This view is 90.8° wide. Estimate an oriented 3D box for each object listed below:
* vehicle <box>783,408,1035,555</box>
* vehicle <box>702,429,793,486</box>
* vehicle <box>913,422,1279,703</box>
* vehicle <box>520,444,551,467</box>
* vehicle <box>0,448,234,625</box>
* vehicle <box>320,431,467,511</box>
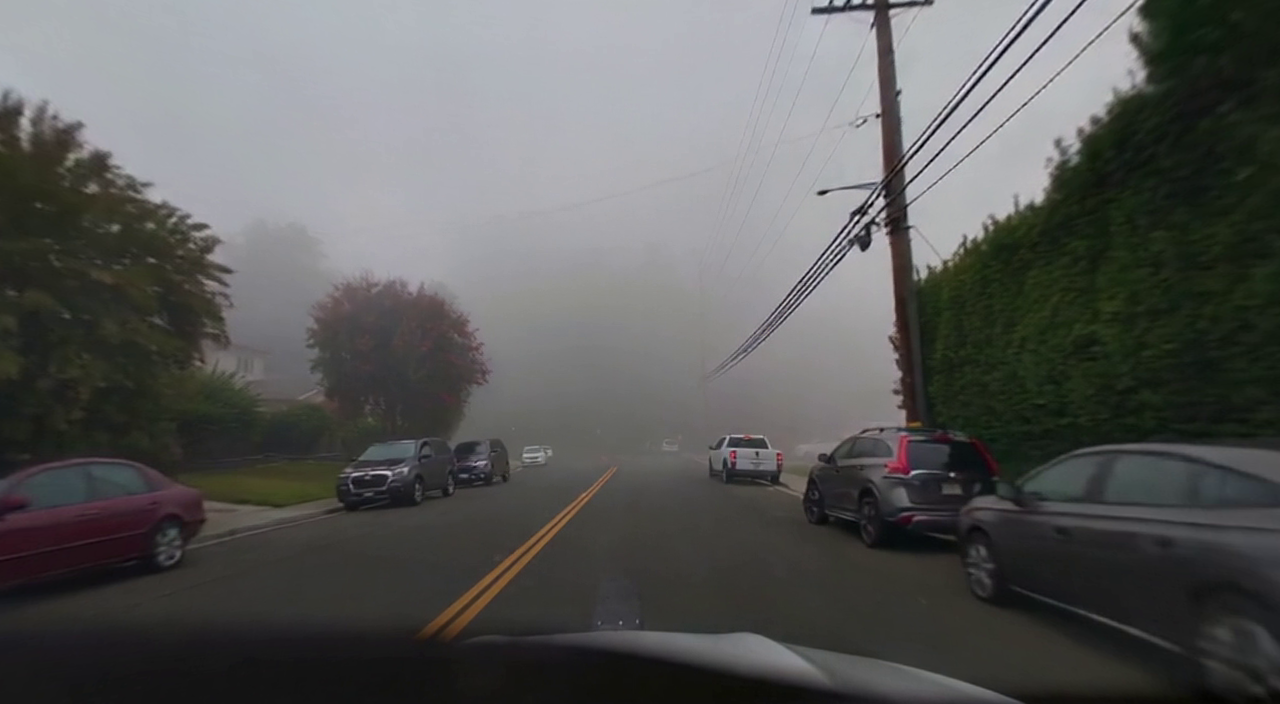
[{"bbox_3d":[3.724,1.862,9.750,1.889,1.736,4.185,0,-8,-2],"label":"vehicle"},{"bbox_3d":[3.655,3.712,22.640,2.178,1.757,5.495,0,-8,-1],"label":"vehicle"},{"bbox_3d":[3.685,1.240,4.223,1.763,1.432,4.323,0,-8,0],"label":"vehicle"},{"bbox_3d":[-7.122,7.077,43.383,1.997,1.456,4.319,1,-8,-8],"label":"vehicle"},{"bbox_3d":[-6.389,1.682,6.147,2.031,1.454,4.410,0,-8,-2],"label":"vehicle"},{"bbox_3d":[-6.305,3.076,16.851,2.031,1.799,4.587,0,-8,0],"label":"vehicle"}]
